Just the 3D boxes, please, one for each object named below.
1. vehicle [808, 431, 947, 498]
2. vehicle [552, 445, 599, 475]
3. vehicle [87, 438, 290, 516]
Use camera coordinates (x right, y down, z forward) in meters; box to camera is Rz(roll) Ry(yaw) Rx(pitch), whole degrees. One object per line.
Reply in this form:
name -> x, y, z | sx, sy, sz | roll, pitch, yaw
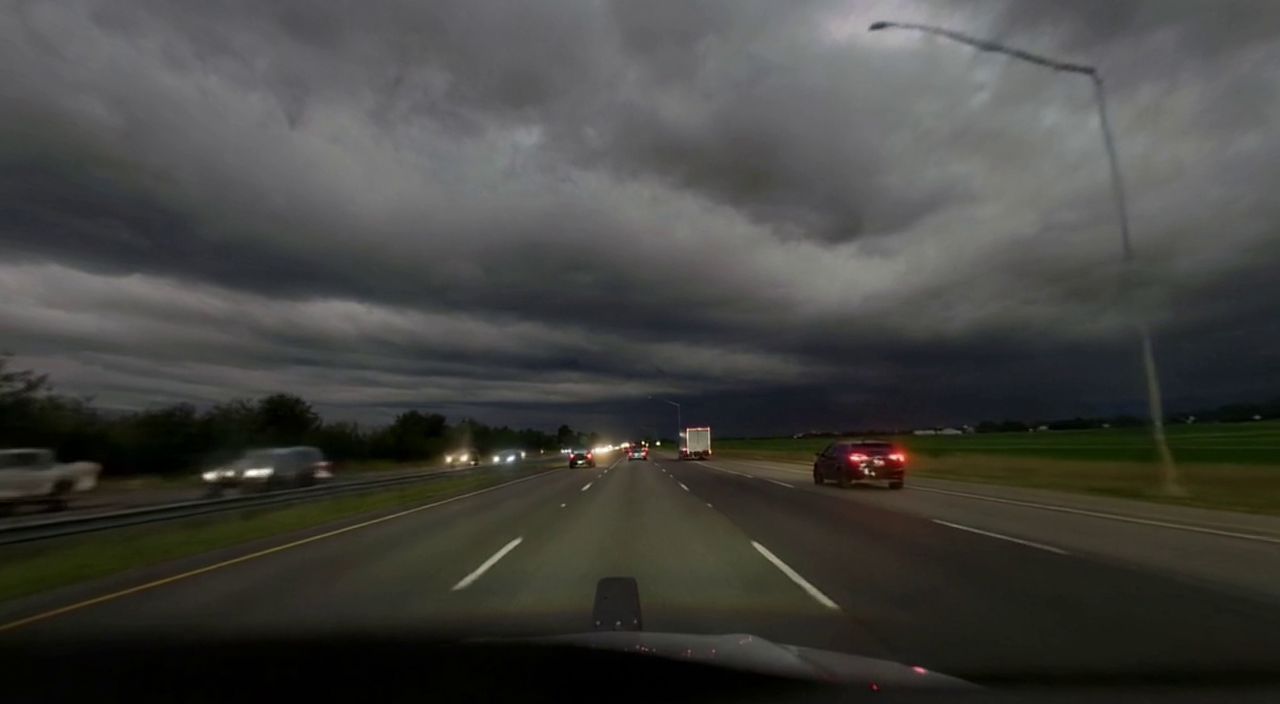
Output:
vehicle -> 6.523, 3.142, 17.987 | 2.069, 1.625, 4.832 | 0, -9, 0
vehicle -> -3.531, 5.987, 35.161 | 2.160, 1.530, 4.500 | 0, -9, -1
vehicle -> -11.223, 3.099, 16.136 | 1.911, 1.688, 4.421 | 0, -9, 0
